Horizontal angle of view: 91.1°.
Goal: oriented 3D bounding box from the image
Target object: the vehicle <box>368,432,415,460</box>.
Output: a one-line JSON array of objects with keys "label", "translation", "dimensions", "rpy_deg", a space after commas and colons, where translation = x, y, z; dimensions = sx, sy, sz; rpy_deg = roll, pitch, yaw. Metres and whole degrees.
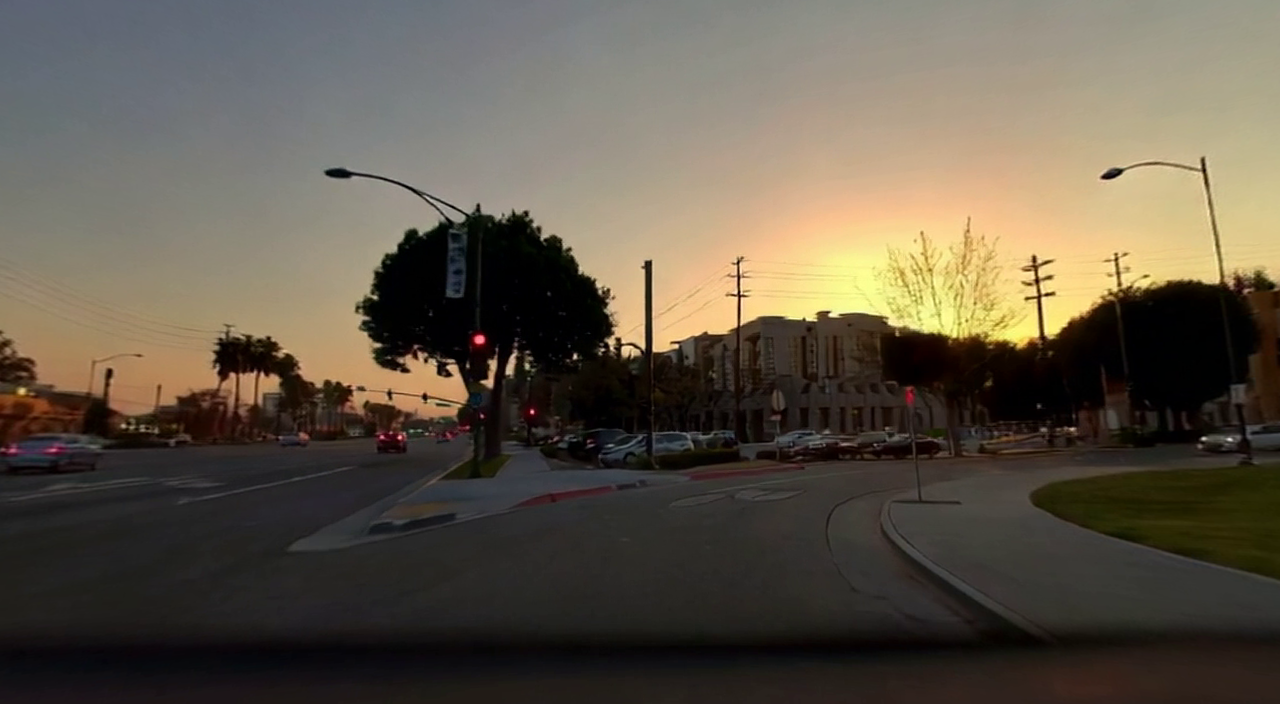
[{"label": "vehicle", "translation": [-16.680, 6.320, 42.326], "dimensions": [2.114, 1.784, 4.450], "rpy_deg": [2, -9, -11]}]

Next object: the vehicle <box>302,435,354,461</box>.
[{"label": "vehicle", "translation": [-20.176, 6.210, 40.722], "dimensions": [1.977, 1.584, 3.983], "rpy_deg": [2, -9, -12]}]

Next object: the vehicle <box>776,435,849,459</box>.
[{"label": "vehicle", "translation": [13.567, 7.497, 49.446], "dimensions": [5.112, 1.593, 1.865], "rpy_deg": [-1, -9, -12]}]

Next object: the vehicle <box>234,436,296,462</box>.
[{"label": "vehicle", "translation": [-22.923, 5.964, 38.561], "dimensions": [1.900, 1.462, 4.225], "rpy_deg": [2, -9, -12]}]

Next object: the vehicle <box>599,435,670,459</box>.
[{"label": "vehicle", "translation": [-0.405, 6.589, 43.607], "dimensions": [4.648, 1.501, 1.862], "rpy_deg": [3, -9, -11]}]

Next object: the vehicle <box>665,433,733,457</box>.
[{"label": "vehicle", "translation": [4.451, 7.037, 47.591], "dimensions": [4.713, 1.664, 1.909], "rpy_deg": [1, -10, -12]}]

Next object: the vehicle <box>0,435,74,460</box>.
[{"label": "vehicle", "translation": [-43.234, 6.799, 44.893], "dimensions": [4.371, 1.712, 1.992], "rpy_deg": [-3, -9, 19]}]

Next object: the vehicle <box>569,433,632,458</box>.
[{"label": "vehicle", "translation": [-2.925, 6.958, 46.396], "dimensions": [4.333, 1.626, 1.888], "rpy_deg": [4, -11, -11]}]

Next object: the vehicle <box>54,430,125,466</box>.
[{"label": "vehicle", "translation": [-28.645, 5.005, 32.806], "dimensions": [2.156, 1.742, 4.264], "rpy_deg": [6, -10, -34]}]
